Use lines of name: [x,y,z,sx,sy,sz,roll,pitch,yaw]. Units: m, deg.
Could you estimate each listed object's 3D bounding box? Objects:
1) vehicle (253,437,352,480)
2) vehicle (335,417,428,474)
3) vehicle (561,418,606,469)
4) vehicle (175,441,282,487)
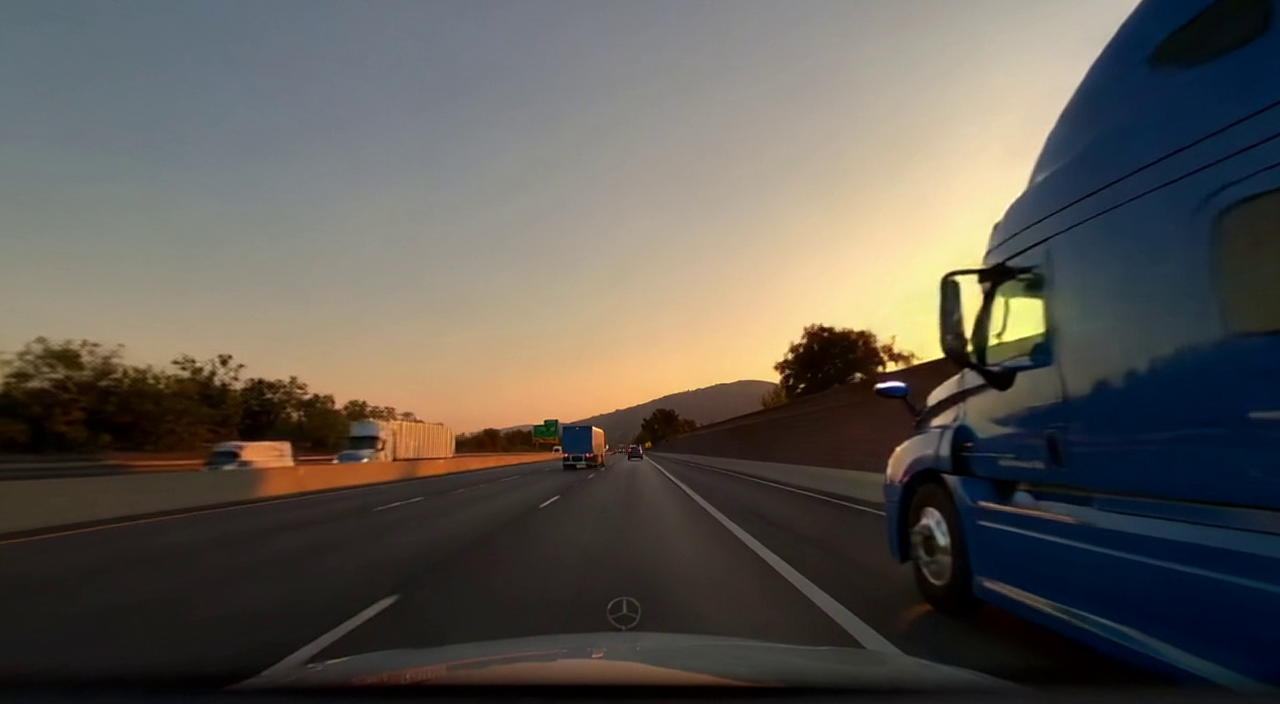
vehicle: [-24.396,7.745,46.278,2.520,2.851,8.576,0,-9,0]
vehicle: [-19.967,7.371,49.629,3.025,3.917,10.227,0,-9,0]
vehicle: [-4.031,6.764,46.516,2.707,3.461,7.191,0,-9,0]
vehicle: [-24.280,6.610,37.587,2.374,2.485,5.901,0,-9,0]
